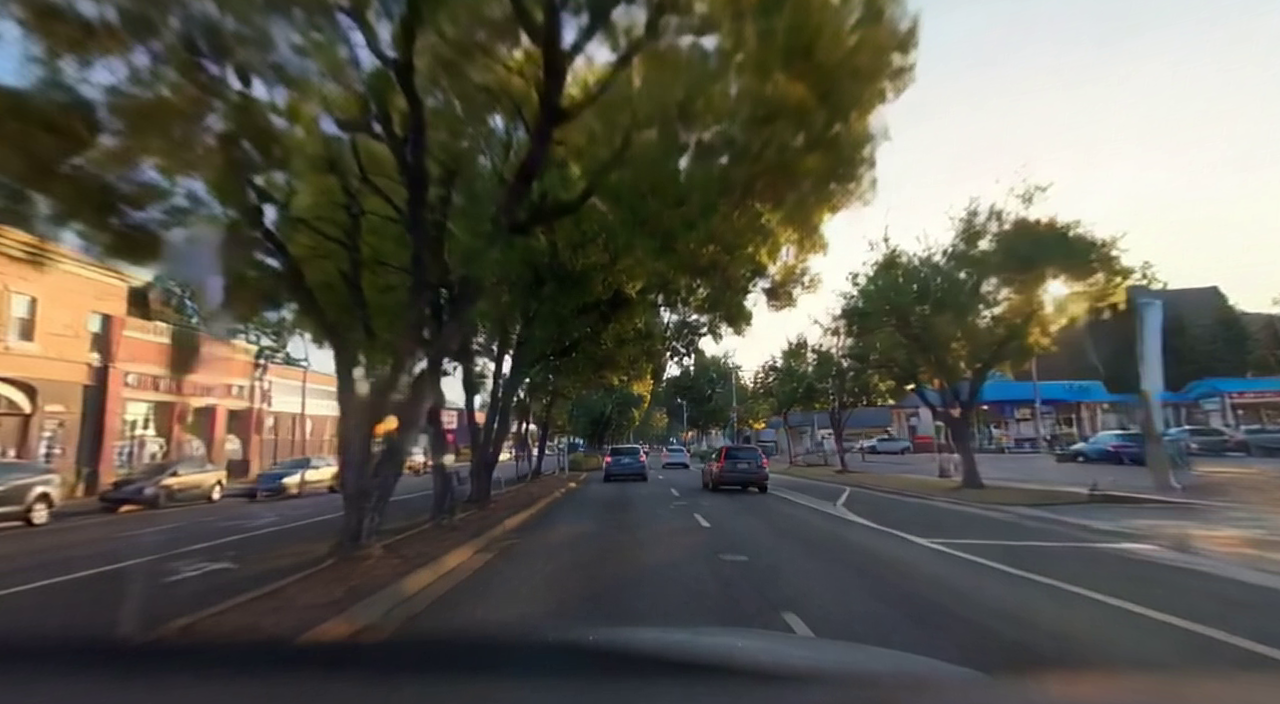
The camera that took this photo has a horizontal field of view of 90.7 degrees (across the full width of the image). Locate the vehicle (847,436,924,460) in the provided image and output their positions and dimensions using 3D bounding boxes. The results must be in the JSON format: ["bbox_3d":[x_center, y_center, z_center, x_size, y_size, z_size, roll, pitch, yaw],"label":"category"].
[{"bbox_3d":[18.944,7.436,49.046,4.948,1.733,2.296,0,-9,-2],"label":"vehicle"}]

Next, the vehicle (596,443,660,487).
[{"bbox_3d":[-0.463,4.301,24.462,2.232,1.508,4.319,0,-9,-1],"label":"vehicle"}]

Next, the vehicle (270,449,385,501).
[{"bbox_3d":[-11.175,4.397,23.039,1.997,1.677,4.327,0,-9,-1],"label":"vehicle"}]

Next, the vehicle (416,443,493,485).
[{"bbox_3d":[-8.443,5.127,29.238,2.273,1.748,4.379,0,-9,-1],"label":"vehicle"}]

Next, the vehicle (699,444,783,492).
[{"bbox_3d":[3.314,3.902,21.660,2.060,1.471,4.168,0,-9,-2],"label":"vehicle"}]

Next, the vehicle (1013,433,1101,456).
[{"bbox_3d":[27.774,6.191,42.220,4.478,1.450,1.968,0,-8,-4],"label":"vehicle"}]

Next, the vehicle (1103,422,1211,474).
[{"bbox_3d":[18.568,3.483,22.995,1.937,1.691,4.746,-5,-10,26],"label":"vehicle"}]

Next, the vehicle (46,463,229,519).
[{"bbox_3d":[-15.566,4.295,20.027,1.871,1.452,4.579,-1,-9,3],"label":"vehicle"}]

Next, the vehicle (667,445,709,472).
[{"bbox_3d":[2.804,6.296,37.602,2.098,1.527,3.966,0,-9,-1],"label":"vehicle"}]
